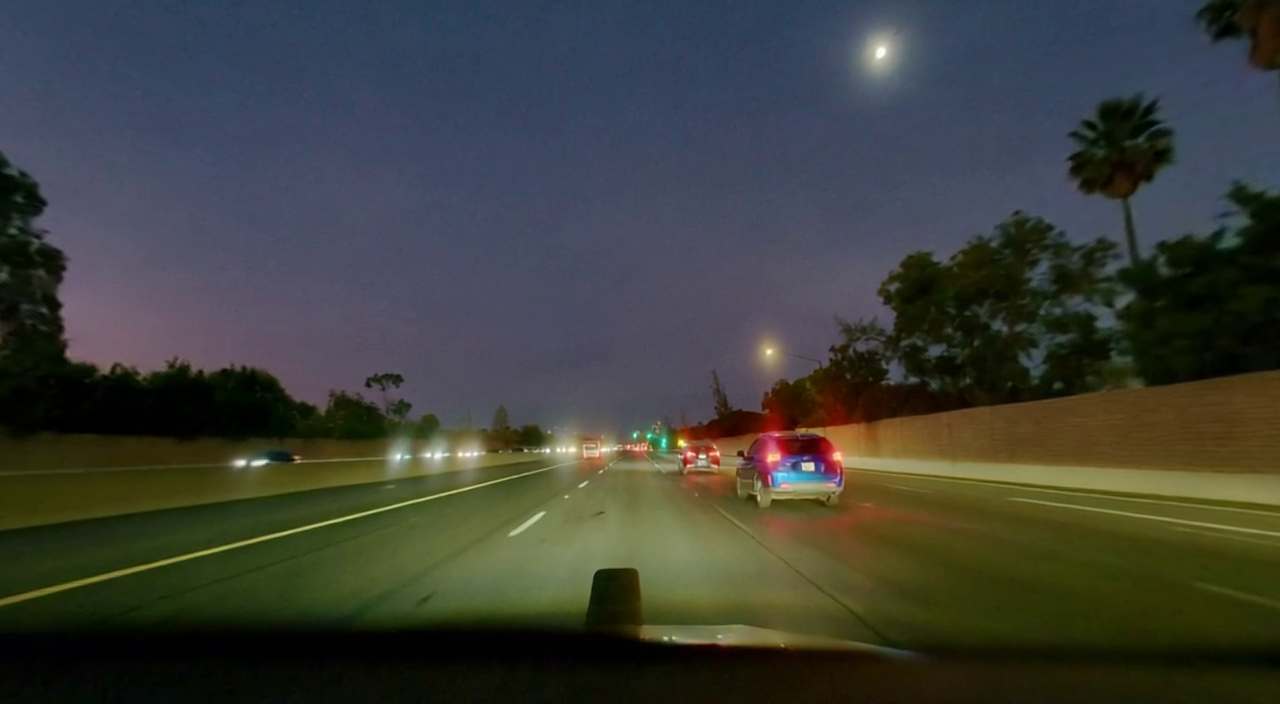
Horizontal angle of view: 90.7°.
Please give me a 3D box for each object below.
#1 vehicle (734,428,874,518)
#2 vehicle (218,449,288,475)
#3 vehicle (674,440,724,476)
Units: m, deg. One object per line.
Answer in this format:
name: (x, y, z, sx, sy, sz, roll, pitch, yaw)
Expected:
vehicle: (3.431, 2.615, 14.165, 1.910, 1.696, 4.187, 0, -9, -1)
vehicle: (-26.864, 7.635, 44.091, 1.977, 1.668, 4.613, 0, -9, 0)
vehicle: (3.002, 5.480, 32.915, 2.045, 1.688, 4.313, 0, -9, -2)
